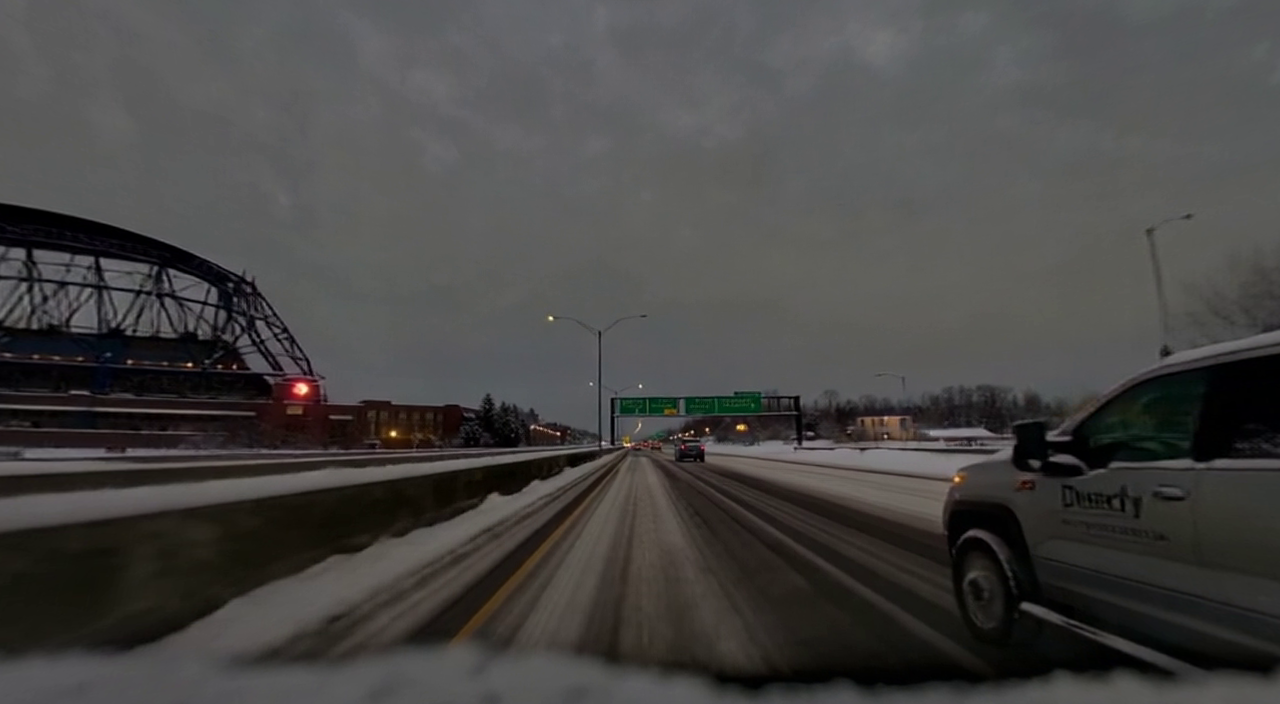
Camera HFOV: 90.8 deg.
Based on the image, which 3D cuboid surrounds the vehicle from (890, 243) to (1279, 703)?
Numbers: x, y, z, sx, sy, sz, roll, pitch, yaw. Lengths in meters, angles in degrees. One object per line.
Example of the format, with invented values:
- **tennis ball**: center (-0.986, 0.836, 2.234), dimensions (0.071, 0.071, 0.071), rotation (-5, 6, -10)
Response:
- **vehicle**: center (3.102, 0.735, 2.420), dimensions (2.199, 2.002, 4.970), rotation (0, -9, 0)

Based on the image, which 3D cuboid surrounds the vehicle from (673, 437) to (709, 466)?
- **vehicle**: center (3.323, 6.525, 41.529), dimensions (1.973, 1.774, 4.092), rotation (0, -9, -1)
